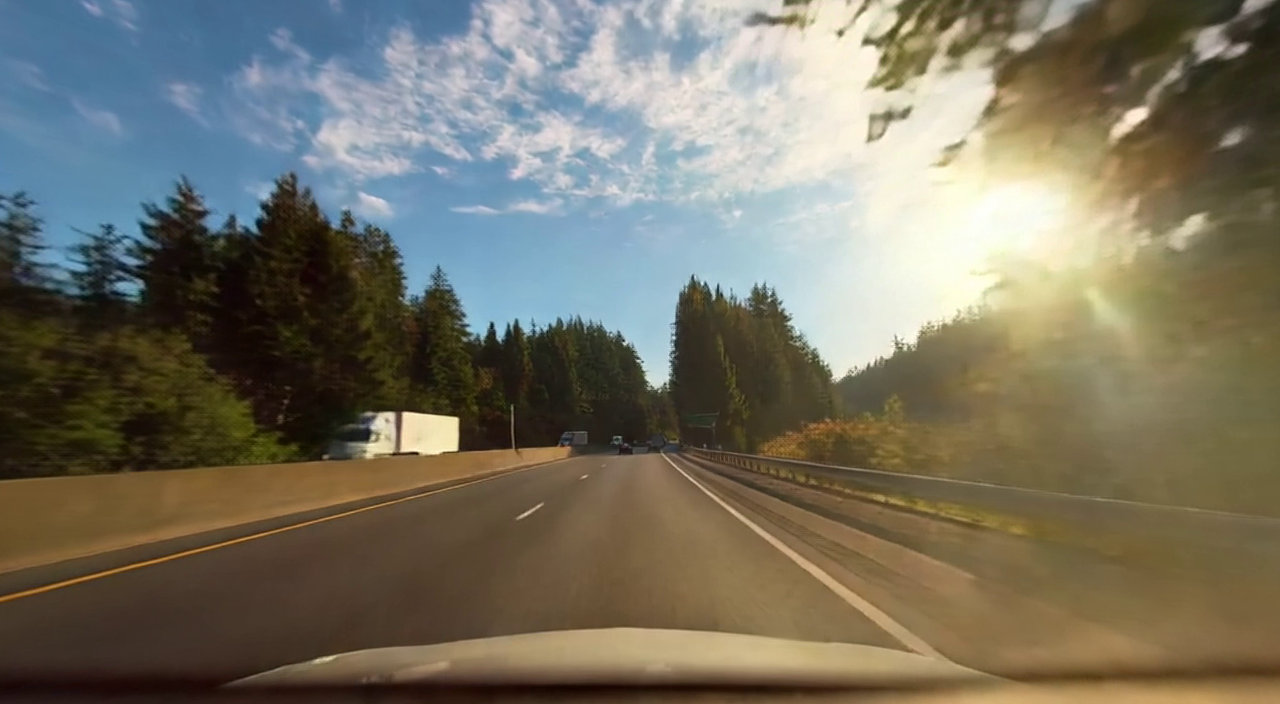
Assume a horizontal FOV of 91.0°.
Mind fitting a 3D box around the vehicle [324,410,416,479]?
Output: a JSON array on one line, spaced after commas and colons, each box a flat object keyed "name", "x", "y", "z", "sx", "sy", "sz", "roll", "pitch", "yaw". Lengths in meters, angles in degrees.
[{"name": "vehicle", "x": -16.629, "y": 5.737, "z": 39.239, "sx": 3.011, "sy": 3.942, "sz": 5.865, "roll": 0, "pitch": -8, "yaw": 0}]
